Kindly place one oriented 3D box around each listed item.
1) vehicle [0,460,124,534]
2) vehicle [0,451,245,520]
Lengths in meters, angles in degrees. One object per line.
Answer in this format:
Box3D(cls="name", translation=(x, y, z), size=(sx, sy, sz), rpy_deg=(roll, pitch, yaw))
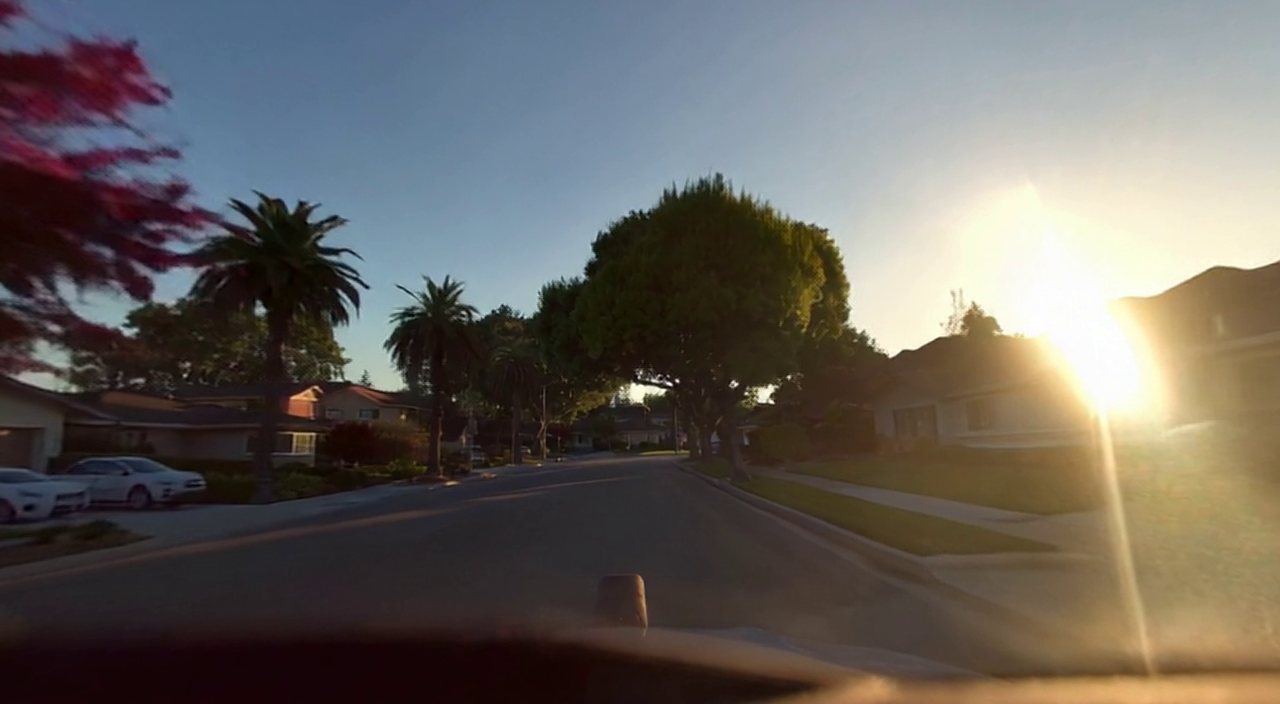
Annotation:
Box3D(cls="vehicle", translation=(-15.100, 3.302, 14.631), size=(4.358, 1.516, 2.077), rpy_deg=(0, -9, -3))
Box3D(cls="vehicle", translation=(-14.363, 3.685, 17.787), size=(5.050, 1.774, 2.031), rpy_deg=(0, -9, -2))
